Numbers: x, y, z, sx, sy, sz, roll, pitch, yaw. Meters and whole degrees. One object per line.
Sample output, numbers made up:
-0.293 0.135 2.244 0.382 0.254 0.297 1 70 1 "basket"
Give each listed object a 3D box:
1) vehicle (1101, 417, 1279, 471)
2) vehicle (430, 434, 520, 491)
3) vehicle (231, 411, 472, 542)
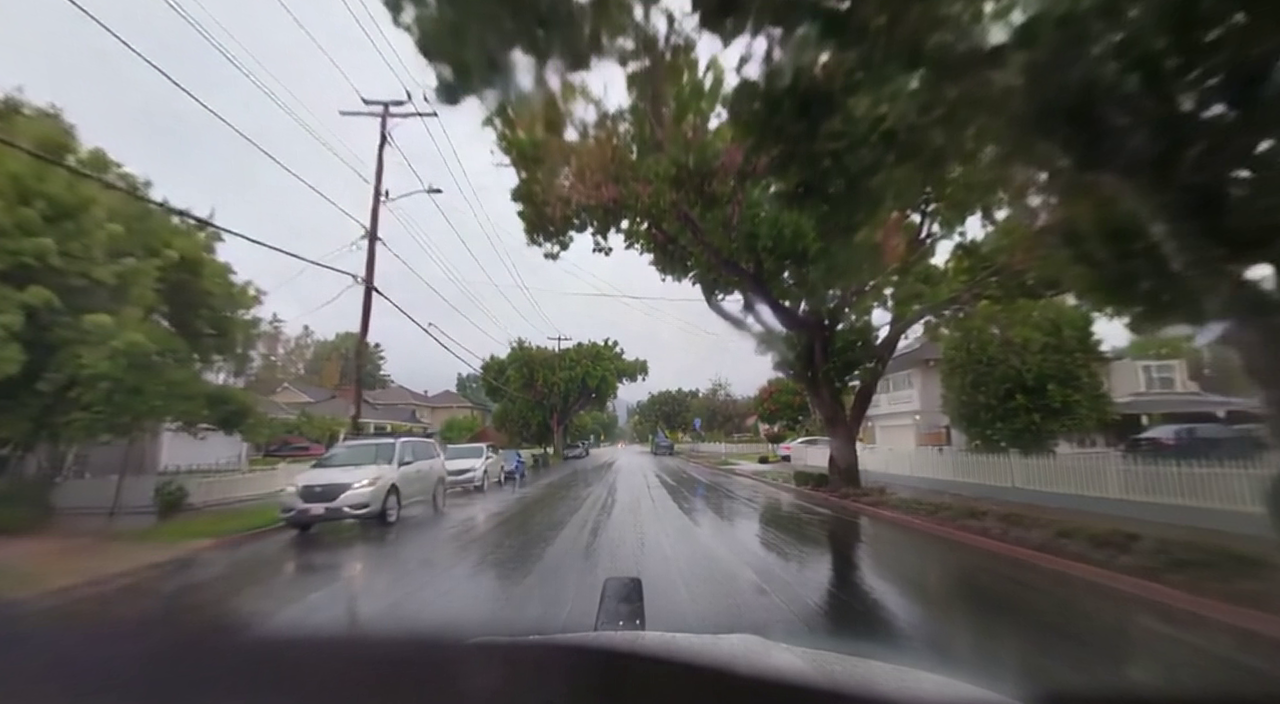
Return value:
17.770 2.933 20.169 4.372 1.490 2.032 -2 -9 1 "vehicle"
-6.005 4.034 23.685 2.015 1.766 5.450 -3 -8 -2 "vehicle"
-5.605 2.471 13.472 2.411 1.979 5.915 -4 -8 0 "vehicle"
